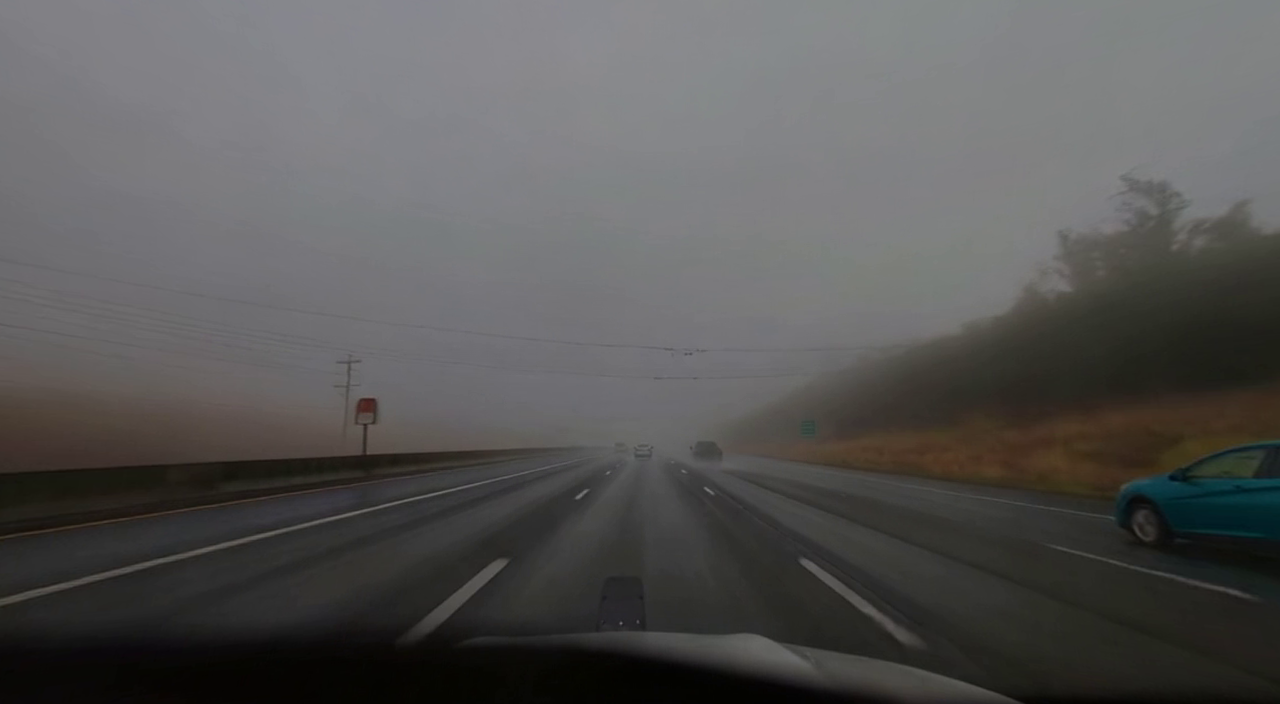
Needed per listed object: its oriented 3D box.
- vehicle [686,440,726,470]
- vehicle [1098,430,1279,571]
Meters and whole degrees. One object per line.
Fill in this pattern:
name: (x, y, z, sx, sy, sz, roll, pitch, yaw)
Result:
vehicle: (4.076, 6.463, 39.765, 2.159, 1.782, 4.673, 0, -8, 2)
vehicle: (8.097, 1.706, 7.300, 1.970, 1.545, 4.818, 0, -8, 0)
